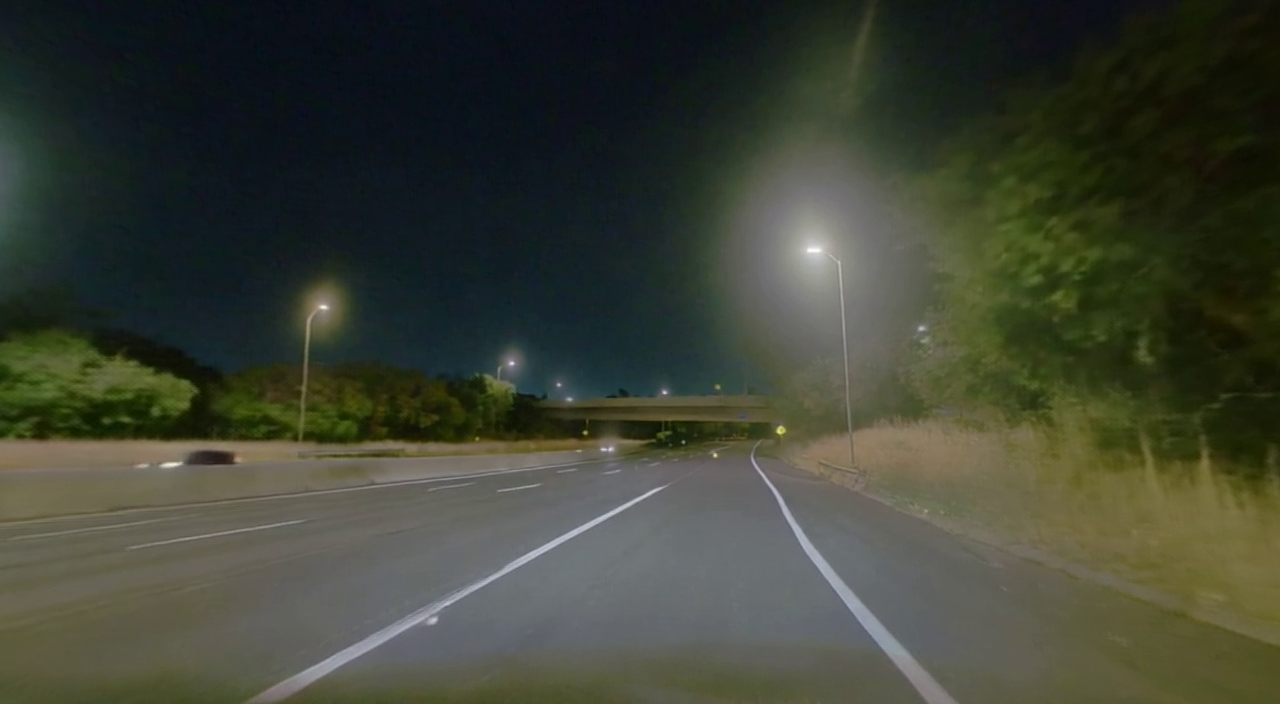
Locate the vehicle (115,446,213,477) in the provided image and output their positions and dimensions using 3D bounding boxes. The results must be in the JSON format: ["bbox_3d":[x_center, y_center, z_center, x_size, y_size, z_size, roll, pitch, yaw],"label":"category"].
[{"bbox_3d":[-22.654,5.202,30.160,1.648,1.394,3.439,-2,-9,11],"label":"vehicle"}]
